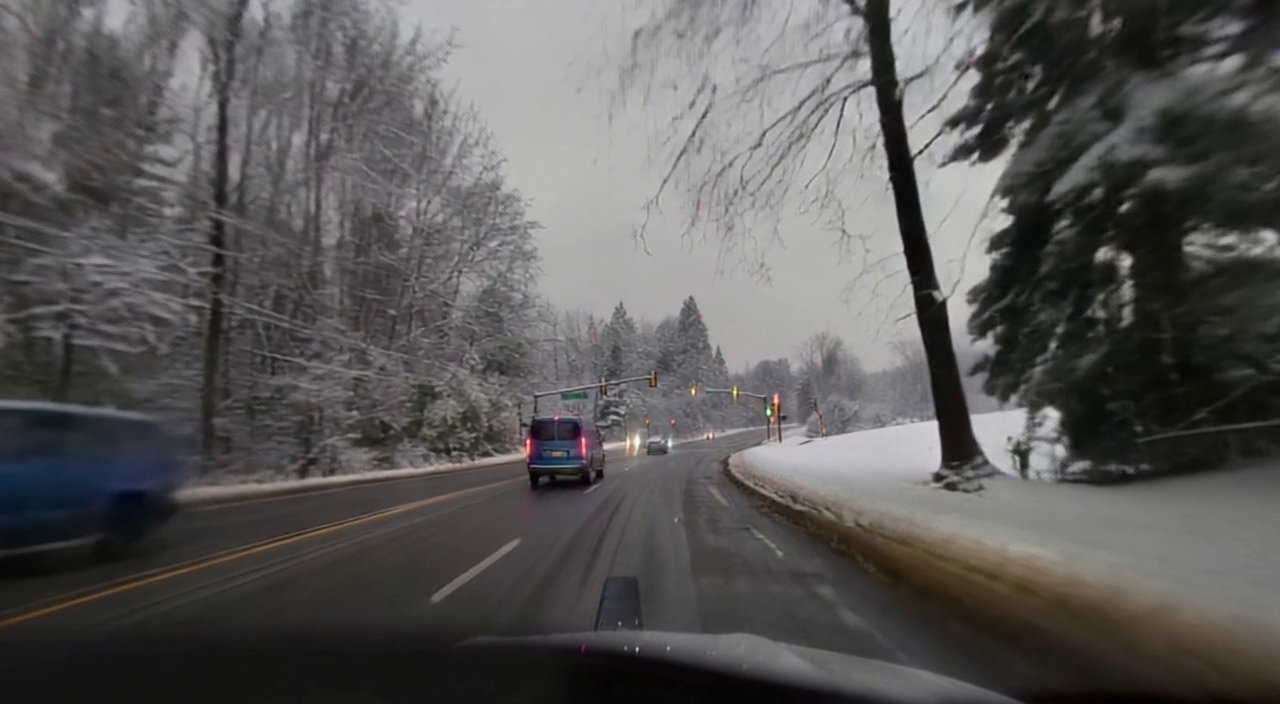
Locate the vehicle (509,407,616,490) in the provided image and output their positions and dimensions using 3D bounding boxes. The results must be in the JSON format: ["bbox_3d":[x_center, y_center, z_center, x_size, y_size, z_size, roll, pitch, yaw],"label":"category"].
[{"bbox_3d":[-2.155,2.939,19.332,2.362,2.185,5.212,0,-8,3],"label":"vehicle"}]

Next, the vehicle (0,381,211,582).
[{"bbox_3d":[-6.365,1.144,5.491,1.968,1.674,4.451,-2,-9,2],"label":"vehicle"}]
